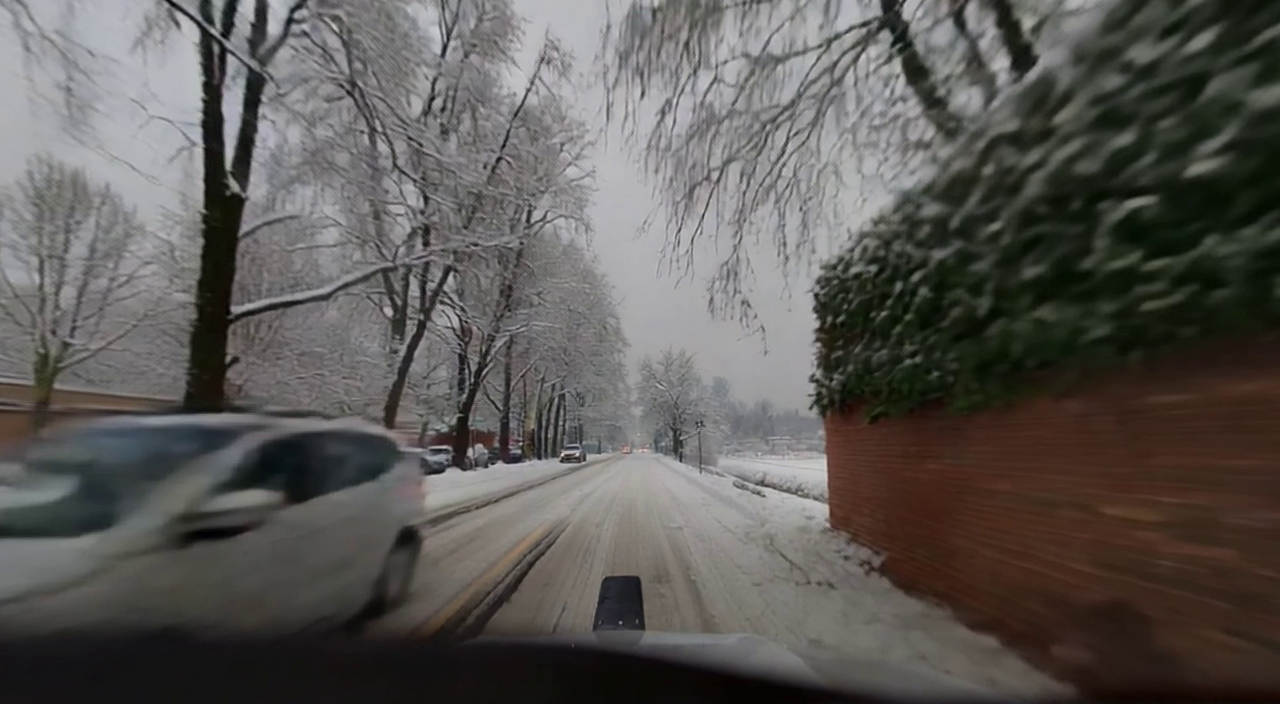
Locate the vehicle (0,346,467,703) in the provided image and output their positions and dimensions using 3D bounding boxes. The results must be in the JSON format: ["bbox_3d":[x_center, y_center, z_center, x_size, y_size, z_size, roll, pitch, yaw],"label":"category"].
[{"bbox_3d":[-2.819,1.151,4.306,2.047,1.725,4.288,0,-8,0],"label":"vehicle"}]
